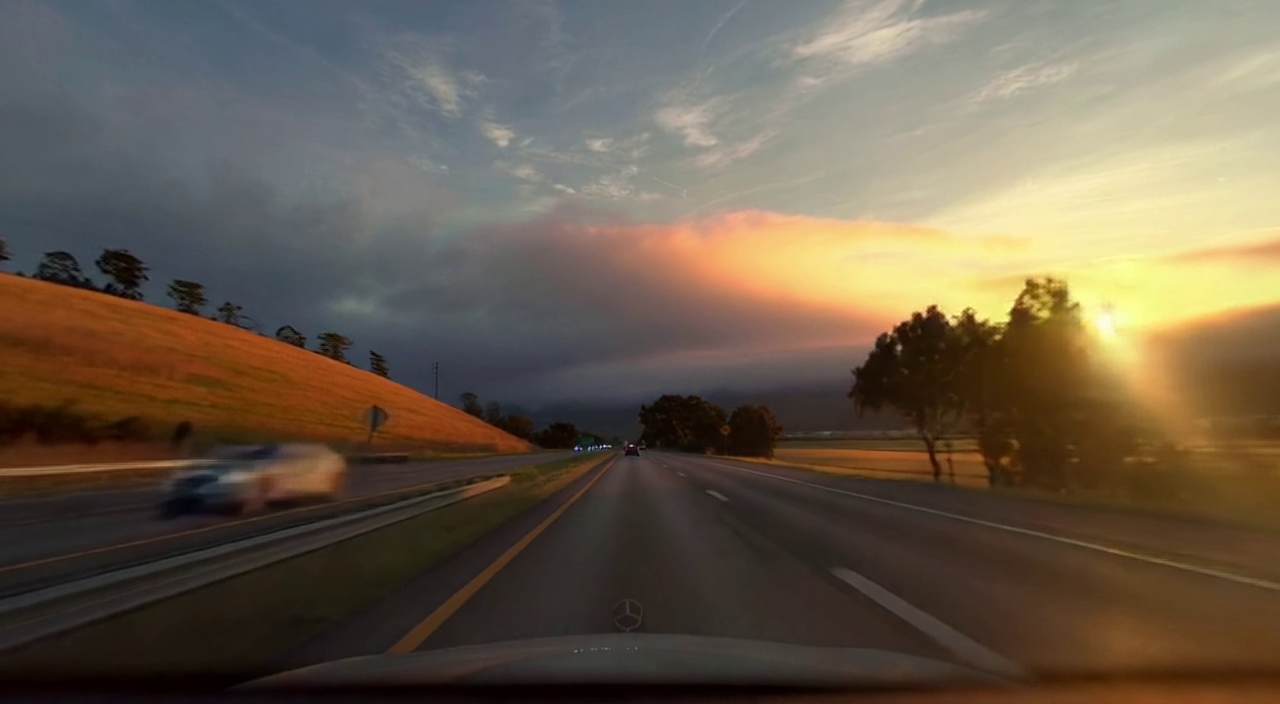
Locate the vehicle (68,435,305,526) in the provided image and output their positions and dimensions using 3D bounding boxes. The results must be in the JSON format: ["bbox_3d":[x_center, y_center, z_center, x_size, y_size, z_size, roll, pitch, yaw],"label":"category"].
[{"bbox_3d":[-8.215,2.338,11.906,1.739,1.432,3.639,0,-9,0],"label":"vehicle"}]
